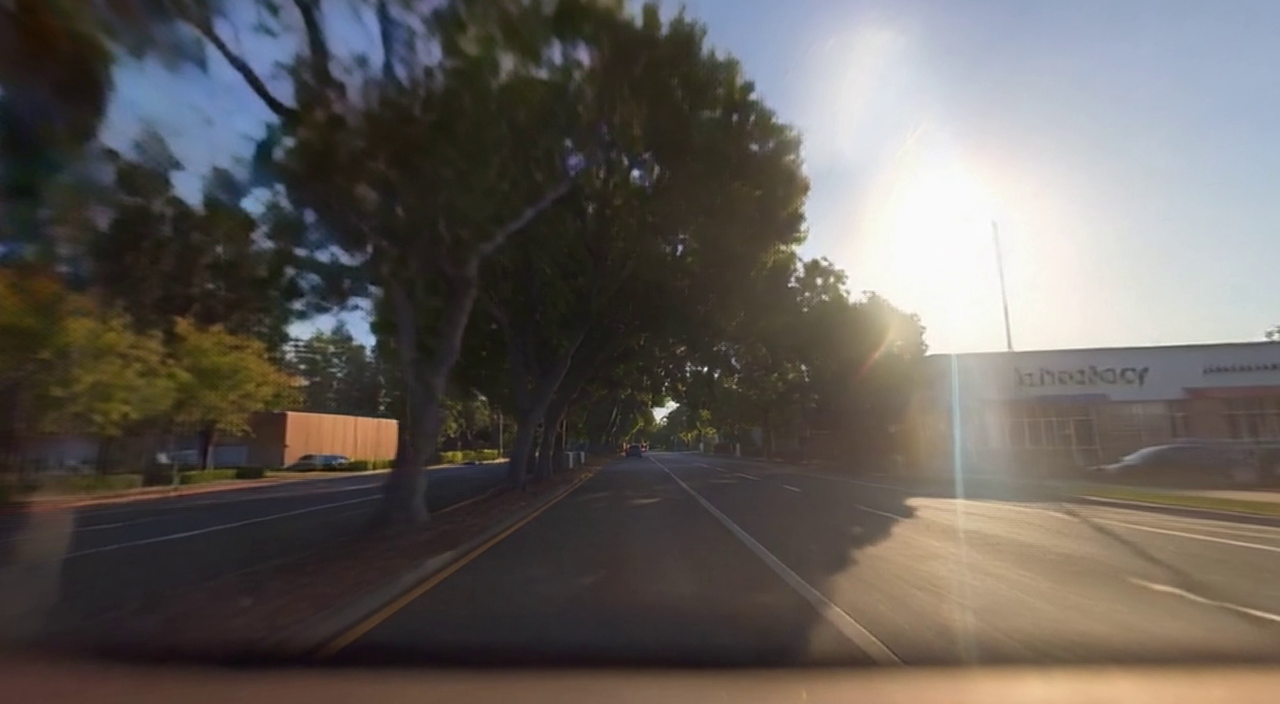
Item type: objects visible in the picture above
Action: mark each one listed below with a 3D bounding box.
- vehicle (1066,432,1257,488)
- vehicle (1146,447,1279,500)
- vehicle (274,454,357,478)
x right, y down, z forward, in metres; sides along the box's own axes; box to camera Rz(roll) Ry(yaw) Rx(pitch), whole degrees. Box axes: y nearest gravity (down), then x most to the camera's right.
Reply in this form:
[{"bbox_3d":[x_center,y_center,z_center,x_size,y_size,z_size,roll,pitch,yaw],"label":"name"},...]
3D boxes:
[{"bbox_3d":[18.327,3.807,22.429,4.639,1.852,2.373,0,-9,-1],"label":"vehicle"},{"bbox_3d":[18.715,3.711,19.526,4.290,1.491,2.123,0,-8,0],"label":"vehicle"},{"bbox_3d":[-22.111,7.758,43.092,4.665,1.486,1.918,-1,-9,7],"label":"vehicle"}]
